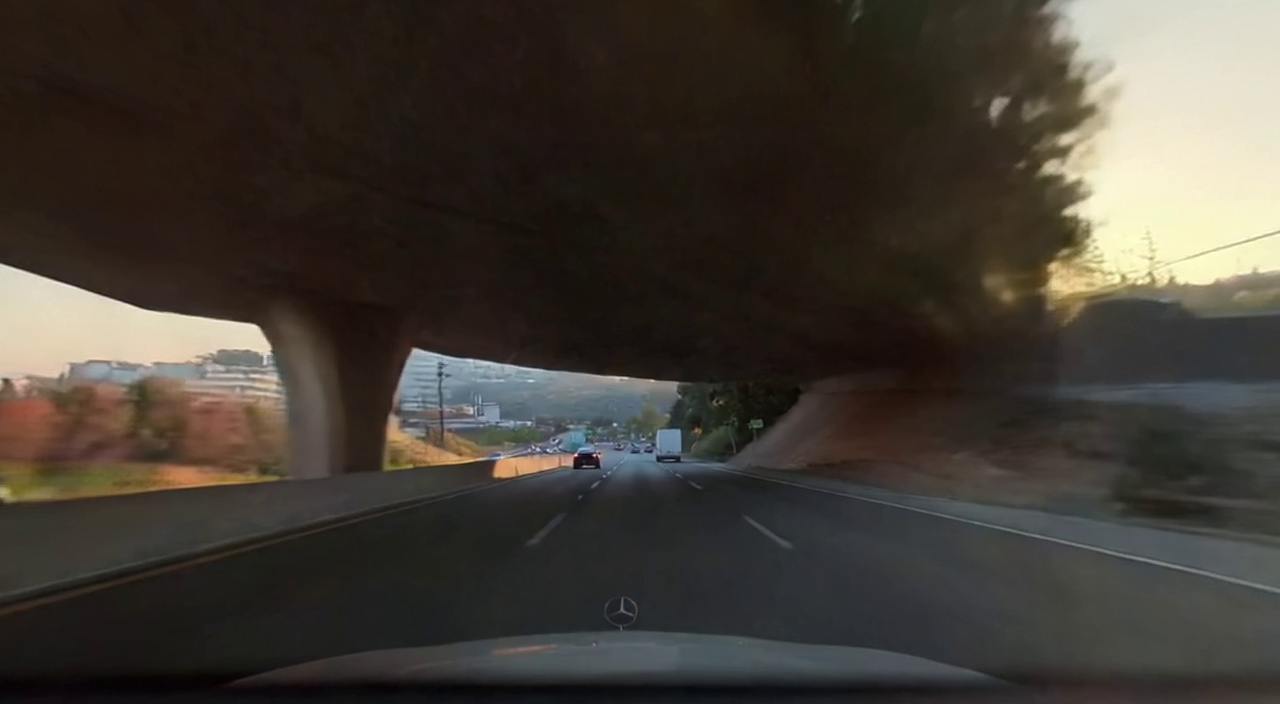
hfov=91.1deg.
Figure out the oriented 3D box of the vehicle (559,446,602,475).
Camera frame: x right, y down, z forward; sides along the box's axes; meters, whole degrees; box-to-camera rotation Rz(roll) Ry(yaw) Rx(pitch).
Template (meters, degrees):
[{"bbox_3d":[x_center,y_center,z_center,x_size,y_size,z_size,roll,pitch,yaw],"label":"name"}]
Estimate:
[{"bbox_3d":[-3.302,6.129,35.634,2.100,1.525,4.179,0,-9,0],"label":"vehicle"}]
